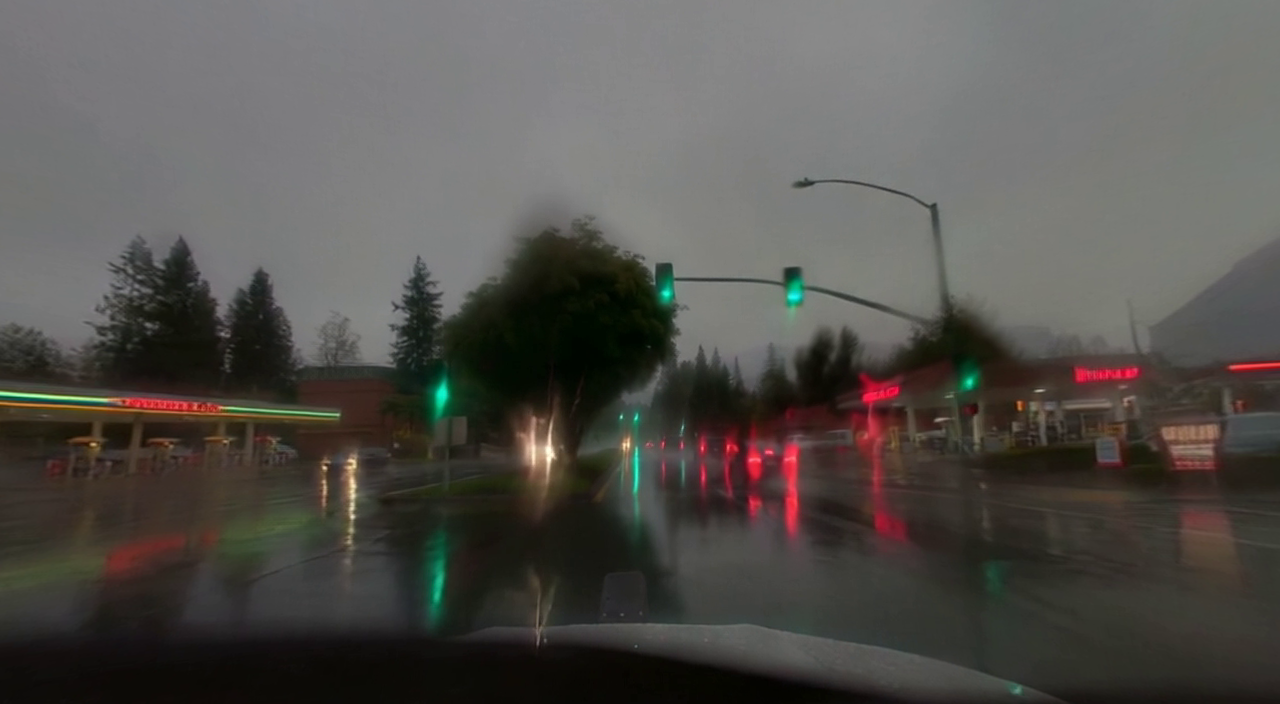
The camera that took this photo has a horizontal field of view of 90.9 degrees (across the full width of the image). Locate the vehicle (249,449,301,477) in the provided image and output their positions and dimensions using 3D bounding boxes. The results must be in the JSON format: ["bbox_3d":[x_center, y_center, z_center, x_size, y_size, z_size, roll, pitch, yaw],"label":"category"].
[{"bbox_3d":[-28.294,8.583,48.998,2.064,2.002,4.835,2,-9,-13],"label":"vehicle"}]

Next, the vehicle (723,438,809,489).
[{"bbox_3d":[3.933,3.547,20.390,1.871,1.442,4.122,0,-8,-1],"label":"vehicle"}]

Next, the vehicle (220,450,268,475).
[{"bbox_3d":[-31.069,8.623,49.562,2.169,1.834,3.779,2,-9,-16],"label":"vehicle"}]

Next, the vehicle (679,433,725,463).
[{"bbox_3d":[4.193,6.668,43.860,2.611,1.983,5.165,0,-8,-1],"label":"vehicle"}]

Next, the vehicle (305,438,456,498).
[{"bbox_3d":[-8.191,3.667,20.610,2.842,1.476,4.980,-3,-7,0],"label":"vehicle"}]

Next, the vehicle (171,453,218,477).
[{"bbox_3d":[-33.895,8.556,48.086,1.803,1.675,3.674,2,-9,-18],"label":"vehicle"}]

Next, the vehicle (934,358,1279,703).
[{"bbox_3d":[3.829,0.991,3.684,1.875,1.665,4.931,0,-8,1],"label":"vehicle"}]

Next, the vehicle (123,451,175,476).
[{"bbox_3d":[-36.011,8.136,46.328,1.755,1.670,3.889,3,-9,-19],"label":"vehicle"}]
